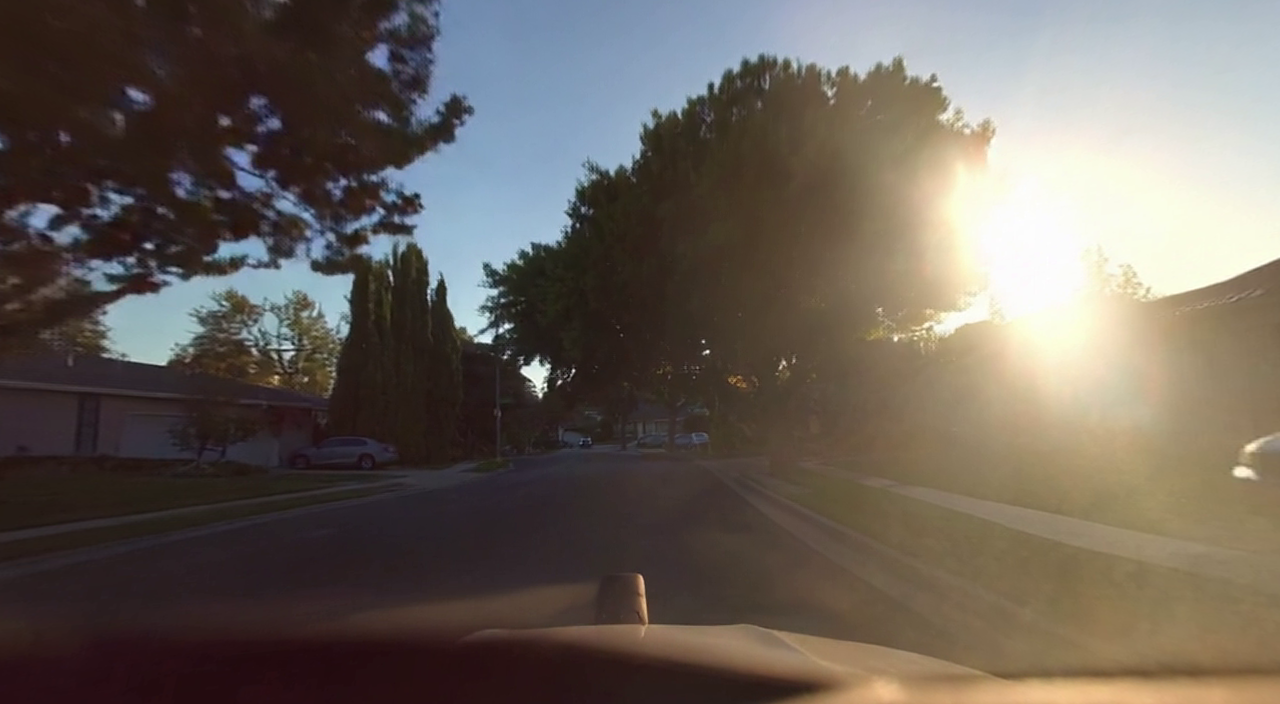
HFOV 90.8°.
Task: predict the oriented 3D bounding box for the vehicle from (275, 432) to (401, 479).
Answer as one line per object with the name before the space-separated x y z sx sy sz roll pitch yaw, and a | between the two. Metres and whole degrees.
vehicle | -14.238 4.886 29.889 5.045 1.835 2.315 -6 -9 15
